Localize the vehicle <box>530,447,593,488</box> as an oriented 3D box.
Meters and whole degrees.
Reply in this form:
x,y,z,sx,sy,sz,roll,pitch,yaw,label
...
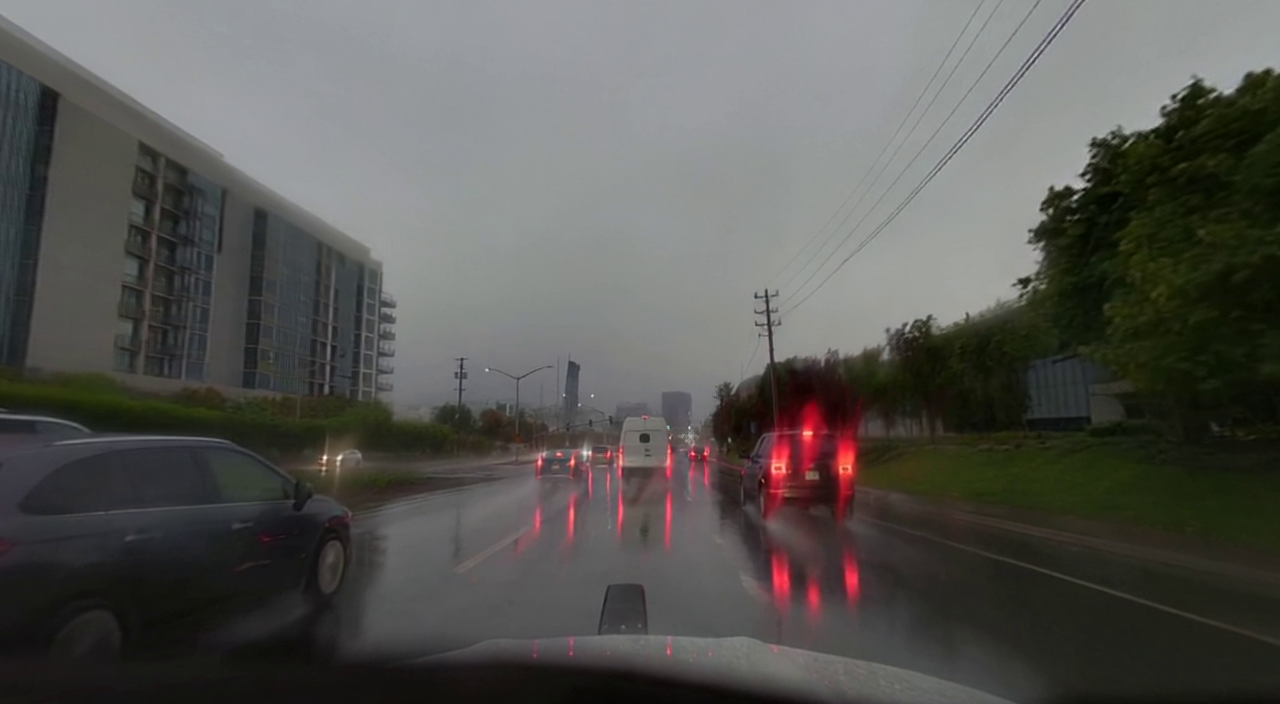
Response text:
x,y,z,sx,sy,sz,roll,pitch,yaw,label
-3.268,4.885,26.958,1.984,1.567,4.311,0,-9,2,vehicle

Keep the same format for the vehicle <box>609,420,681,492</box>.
x,y,z,sx,sy,sz,roll,pitch,yaw,label
0.322,3.969,24.244,2.457,2.440,5.486,0,-9,3,vehicle

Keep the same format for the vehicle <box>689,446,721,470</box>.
x,y,z,sx,sy,sz,roll,pitch,yaw,label
4.721,7.787,46.262,2.092,1.696,4.218,0,-9,2,vehicle

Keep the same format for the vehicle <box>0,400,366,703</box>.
x,y,z,sx,sy,sz,roll,pitch,yaw,label
-3.608,1.242,4.025,1.934,1.643,3.718,0,-9,1,vehicle

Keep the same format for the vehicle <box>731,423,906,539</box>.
x,y,z,sx,sy,sz,roll,pitch,yaw,label
3.313,2.497,12.809,2.283,1.923,4.427,0,-8,0,vehicle
